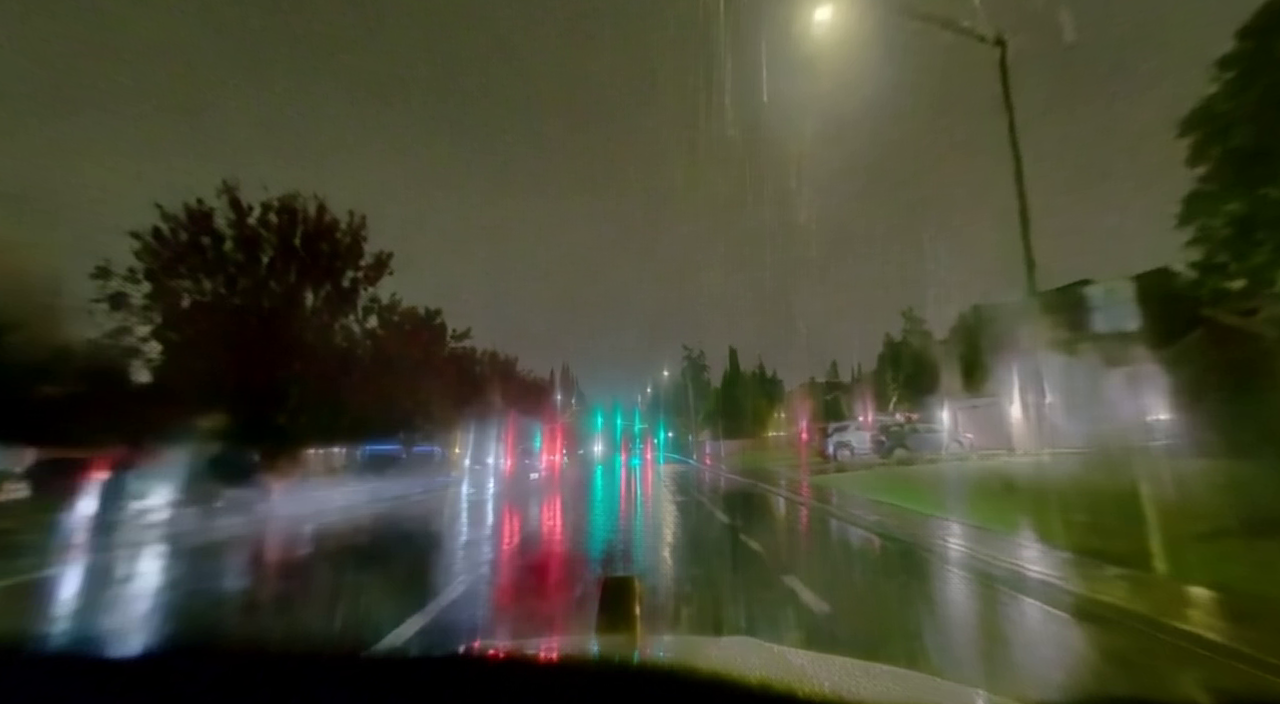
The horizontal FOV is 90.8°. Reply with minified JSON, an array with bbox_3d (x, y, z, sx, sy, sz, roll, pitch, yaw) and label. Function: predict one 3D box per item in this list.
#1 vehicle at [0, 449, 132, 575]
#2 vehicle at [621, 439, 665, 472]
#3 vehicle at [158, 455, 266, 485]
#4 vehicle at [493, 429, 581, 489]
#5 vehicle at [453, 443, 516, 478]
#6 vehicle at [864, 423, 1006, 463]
[{"bbox_3d":[-8.996,2.017,7.754,2.192,1.516,3.995,-2,-8,0],"label":"vehicle"},{"bbox_3d":[0.124,5.129,31.648,2.062,1.518,3.901,0,-8,0],"label":"vehicle"},{"bbox_3d":[-22.775,6.282,33.749,4.370,1.496,1.887,0,-8,-3],"label":"vehicle"},{"bbox_3d":[-3.272,3.521,21.097,2.157,1.771,4.452,0,-8,0],"label":"vehicle"},{"bbox_3d":[-7.873,5.524,32.439,1.983,1.538,4.575,-3,-8,1],"label":"vehicle"},{"bbox_3d":[11.339,3.544,24.532,4.573,1.461,1.867,0,-8,0],"label":"vehicle"}]
